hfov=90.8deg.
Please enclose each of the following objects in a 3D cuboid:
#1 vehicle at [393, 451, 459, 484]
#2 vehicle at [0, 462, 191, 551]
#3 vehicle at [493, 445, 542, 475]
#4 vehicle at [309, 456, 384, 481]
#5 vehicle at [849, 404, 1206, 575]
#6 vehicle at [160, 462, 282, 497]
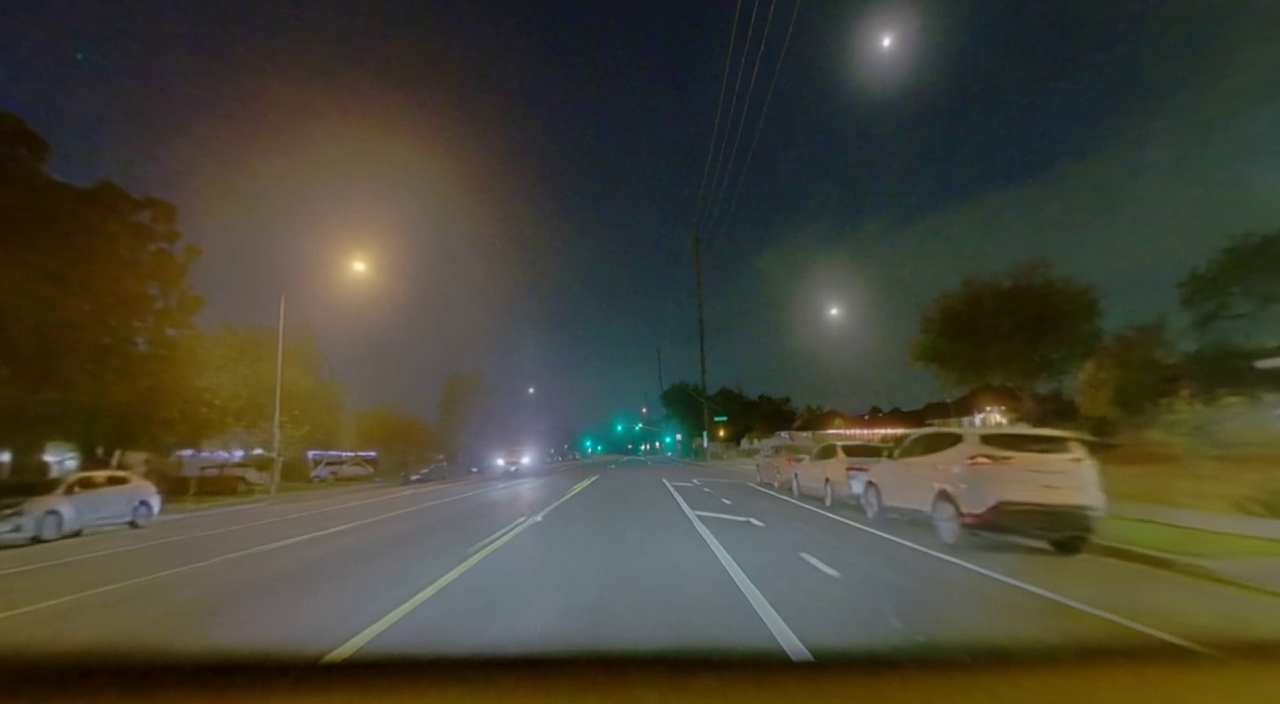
[{"bbox_3d":[-12.702,6.853,37.908,2.128,1.768,5.306,0,-9,0],"label":"vehicle"},{"bbox_3d":[-12.541,3.364,13.996,1.972,1.475,4.503,-7,-8,-1],"label":"vehicle"},{"bbox_3d":[-7.600,6.719,39.640,2.092,1.741,4.559,0,-9,1],"label":"vehicle"},{"bbox_3d":[-20.980,8.322,45.289,4.340,1.727,2.048,-1,-9,2],"label":"vehicle"},{"bbox_3d":[4.669,1.731,8.750,1.919,1.698,4.747,0,-9,0],"label":"vehicle"},{"bbox_3d":[-19.521,5.944,29.550,4.367,1.480,1.903,0,-9,2],"label":"vehicle"}]
